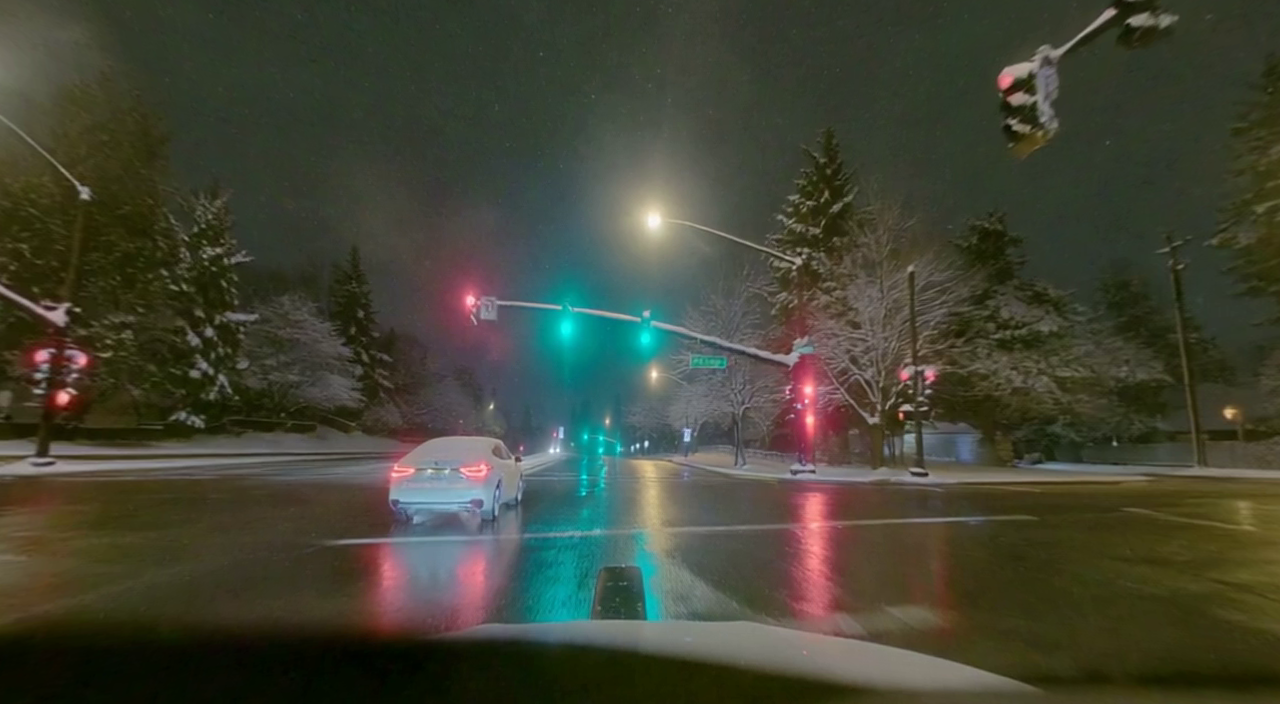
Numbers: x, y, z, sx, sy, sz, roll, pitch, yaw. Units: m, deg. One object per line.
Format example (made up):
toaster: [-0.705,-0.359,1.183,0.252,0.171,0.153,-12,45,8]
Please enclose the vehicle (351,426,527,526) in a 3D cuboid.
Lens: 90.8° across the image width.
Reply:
vehicle: [-3.477,2.223,11.898,1.915,1.521,4.283,0,-8,0]
